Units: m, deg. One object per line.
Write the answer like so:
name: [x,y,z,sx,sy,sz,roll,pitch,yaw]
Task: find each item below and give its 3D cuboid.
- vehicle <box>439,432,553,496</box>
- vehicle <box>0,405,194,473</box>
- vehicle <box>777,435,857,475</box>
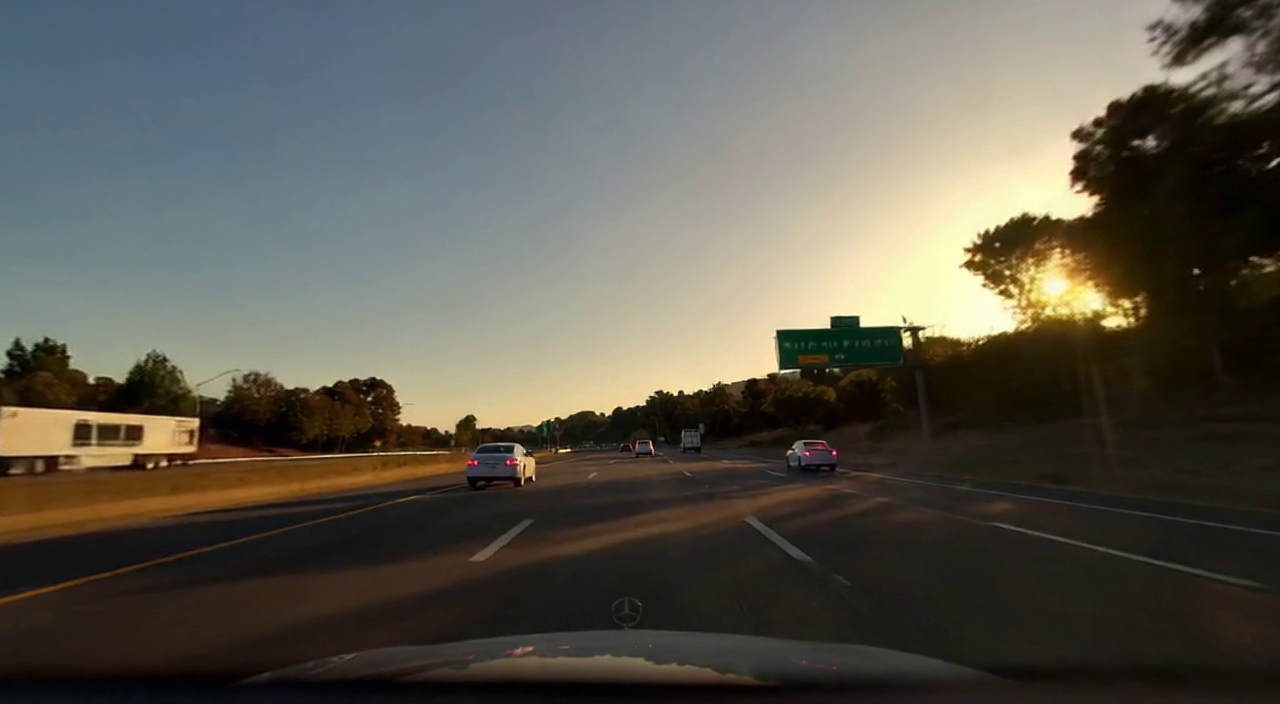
vehicle: [-3.815,3.058,17.504,2.050,1.546,4.344,0,-8,1]
vehicle: [-38.968,6.198,44.090,2.870,3.956,16.880,0,-8,0]
vehicle: [7.292,4.309,26.447,1.870,1.493,5.015,0,-8,-1]
